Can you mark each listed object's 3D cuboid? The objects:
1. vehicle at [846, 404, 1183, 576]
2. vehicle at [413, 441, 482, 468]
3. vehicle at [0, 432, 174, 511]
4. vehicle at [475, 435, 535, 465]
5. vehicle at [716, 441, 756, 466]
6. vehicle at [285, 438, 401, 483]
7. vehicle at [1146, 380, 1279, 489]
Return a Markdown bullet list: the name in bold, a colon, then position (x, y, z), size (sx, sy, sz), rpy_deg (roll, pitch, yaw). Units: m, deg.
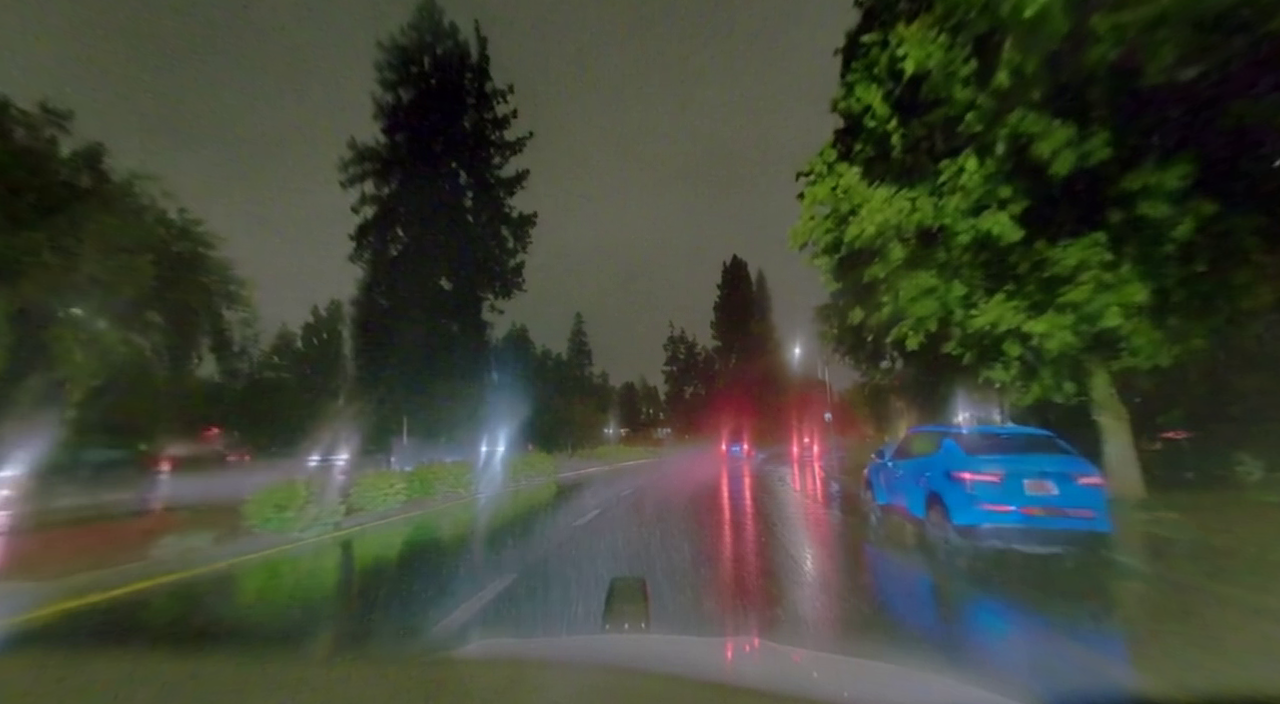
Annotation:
- **vehicle**: position (4.474, 1.700, 8.528), size (2.169, 1.713, 4.137), rpy_deg (-1, -8, 4)
- **vehicle**: position (-12.225, 6.566, 40.352), size (2.006, 1.575, 4.496), rpy_deg (-4, -10, 17)
- **vehicle**: position (-15.973, 3.170, 17.244), size (2.281, 1.822, 5.025), rpy_deg (-1, -8, 6)
- **vehicle**: position (-8.474, 6.209, 40.002), size (2.071, 1.728, 4.514), rpy_deg (-2, -9, 12)
- **vehicle**: position (6.216, 6.478, 40.447), size (2.050, 1.456, 4.003), rpy_deg (-2, -9, 14)
- **vehicle**: position (-11.221, 4.109, 24.262), size (1.907, 1.539, 4.430), rpy_deg (-1, -8, 7)
- **vehicle**: position (12.106, 1.437, 11.055), size (4.612, 1.721, 2.052), rpy_deg (0, -8, 0)
